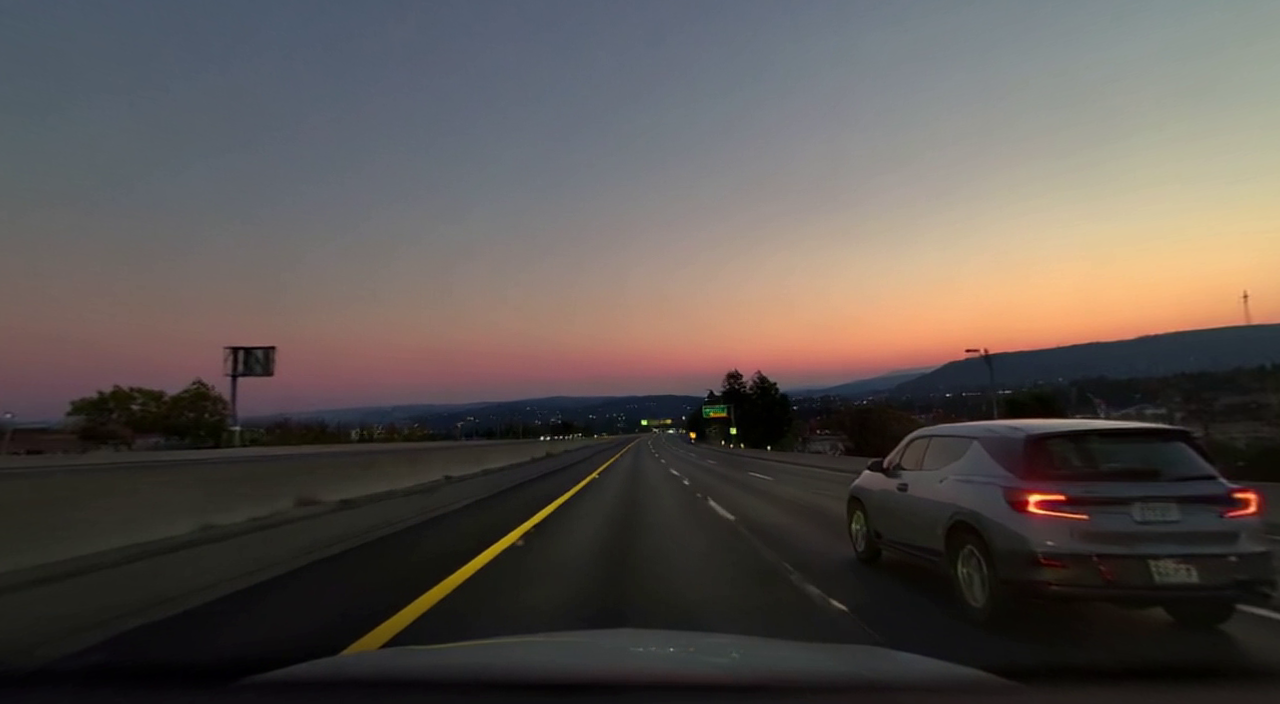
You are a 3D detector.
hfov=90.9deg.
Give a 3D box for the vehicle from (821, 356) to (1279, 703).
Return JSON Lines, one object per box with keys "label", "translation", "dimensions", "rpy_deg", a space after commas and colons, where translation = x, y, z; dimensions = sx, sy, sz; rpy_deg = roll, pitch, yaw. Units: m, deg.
{"label": "vehicle", "translation": [3.134, 1.176, 5.197], "dimensions": [2.059, 1.715, 4.192], "rpy_deg": [0, -8, 1]}
